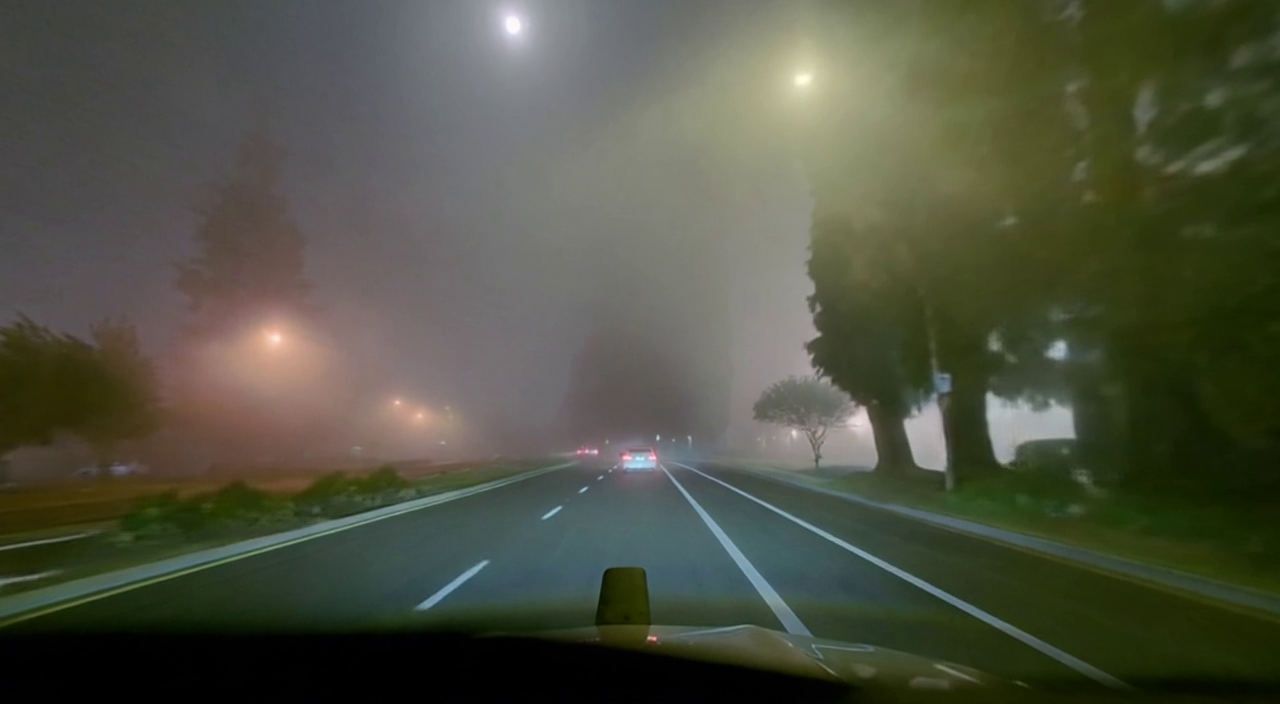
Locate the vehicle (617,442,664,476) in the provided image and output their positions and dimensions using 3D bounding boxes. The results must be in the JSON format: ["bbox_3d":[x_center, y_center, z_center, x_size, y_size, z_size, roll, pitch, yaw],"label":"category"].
[{"bbox_3d":[0.015,4.931,29.212,2.009,1.456,4.003,0,-8,0],"label":"vehicle"}]
